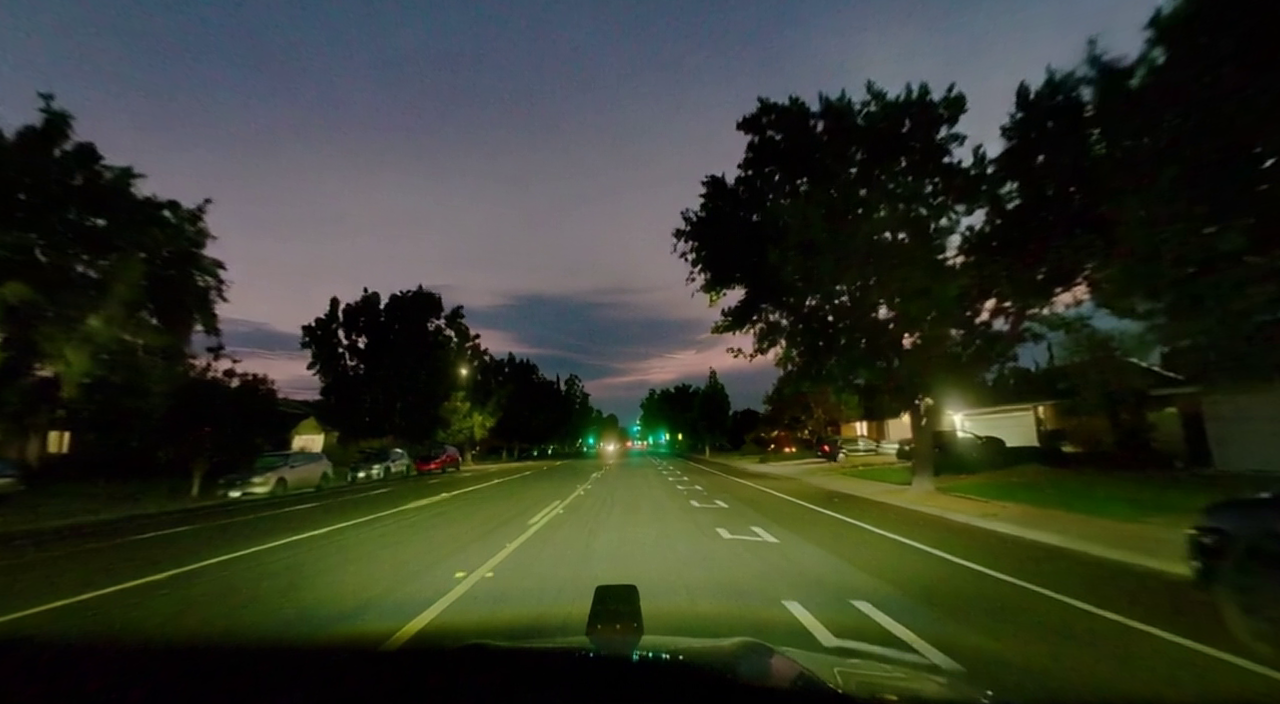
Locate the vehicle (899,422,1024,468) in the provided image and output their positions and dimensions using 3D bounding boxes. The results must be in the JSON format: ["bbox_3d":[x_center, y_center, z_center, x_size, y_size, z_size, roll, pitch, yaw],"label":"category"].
[{"bbox_3d":[14.528,4.209,28.785,4.498,1.831,2.059,-2,-7,-1],"label":"vehicle"}]

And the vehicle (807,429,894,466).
[{"bbox_3d":[12.124,5.500,36.570,4.194,1.850,1.951,-2,-7,-4],"label":"vehicle"}]

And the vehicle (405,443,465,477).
[{"bbox_3d":[-12.364,6.526,38.494,2.105,1.930,4.541,0,-8,0],"label":"vehicle"}]

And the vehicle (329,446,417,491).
[{"bbox_3d":[-12.184,5.309,29.239,2.007,1.663,5.077,-2,-7,-1],"label":"vehicle"}]

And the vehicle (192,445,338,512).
[{"bbox_3d":[-12.211,4.073,21.081,1.962,1.735,4.927,-2,-7,-1],"label":"vehicle"}]
